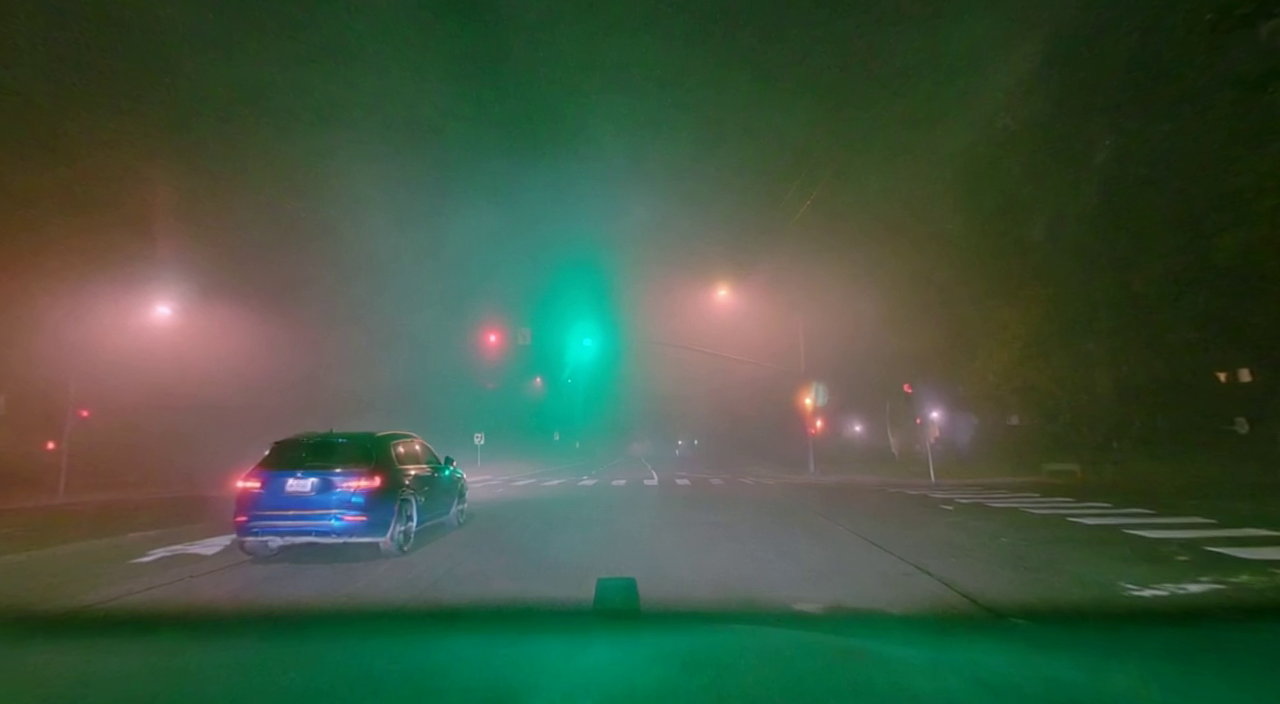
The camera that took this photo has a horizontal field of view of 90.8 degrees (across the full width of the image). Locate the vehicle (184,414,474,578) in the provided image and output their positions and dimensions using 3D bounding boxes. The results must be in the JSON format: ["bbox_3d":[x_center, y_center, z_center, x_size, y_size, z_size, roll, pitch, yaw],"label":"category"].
[{"bbox_3d":[-3.900,1.855,8.970,1.993,1.733,4.262,0,-8,-1],"label":"vehicle"}]
